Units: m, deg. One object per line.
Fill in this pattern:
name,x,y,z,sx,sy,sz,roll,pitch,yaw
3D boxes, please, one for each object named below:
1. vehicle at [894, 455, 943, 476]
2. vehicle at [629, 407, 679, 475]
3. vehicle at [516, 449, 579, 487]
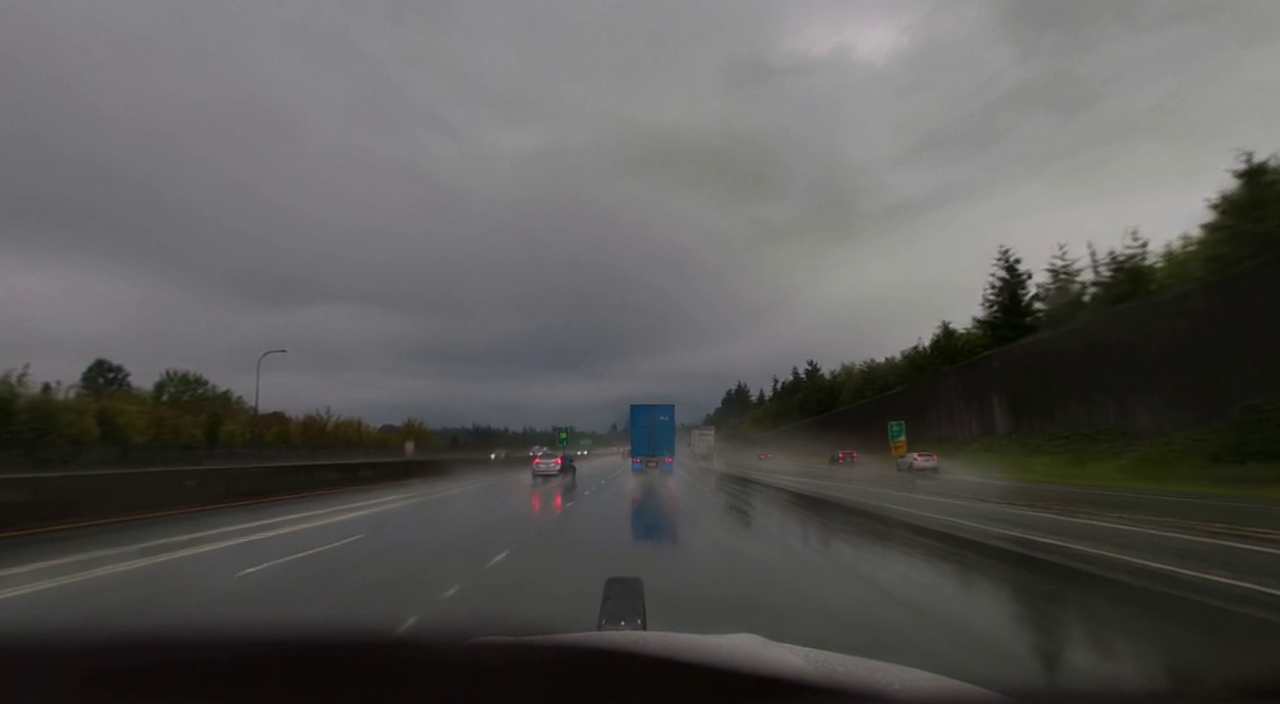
vehicle,20.314,8.270,46.115,1.857,1.407,3.719,0,-9,0
vehicle,0.976,6.179,43.447,3.022,4.072,10.318,0,-9,2
vehicle,-3.875,4.927,27.146,1.931,1.466,4.458,0,-9,1
